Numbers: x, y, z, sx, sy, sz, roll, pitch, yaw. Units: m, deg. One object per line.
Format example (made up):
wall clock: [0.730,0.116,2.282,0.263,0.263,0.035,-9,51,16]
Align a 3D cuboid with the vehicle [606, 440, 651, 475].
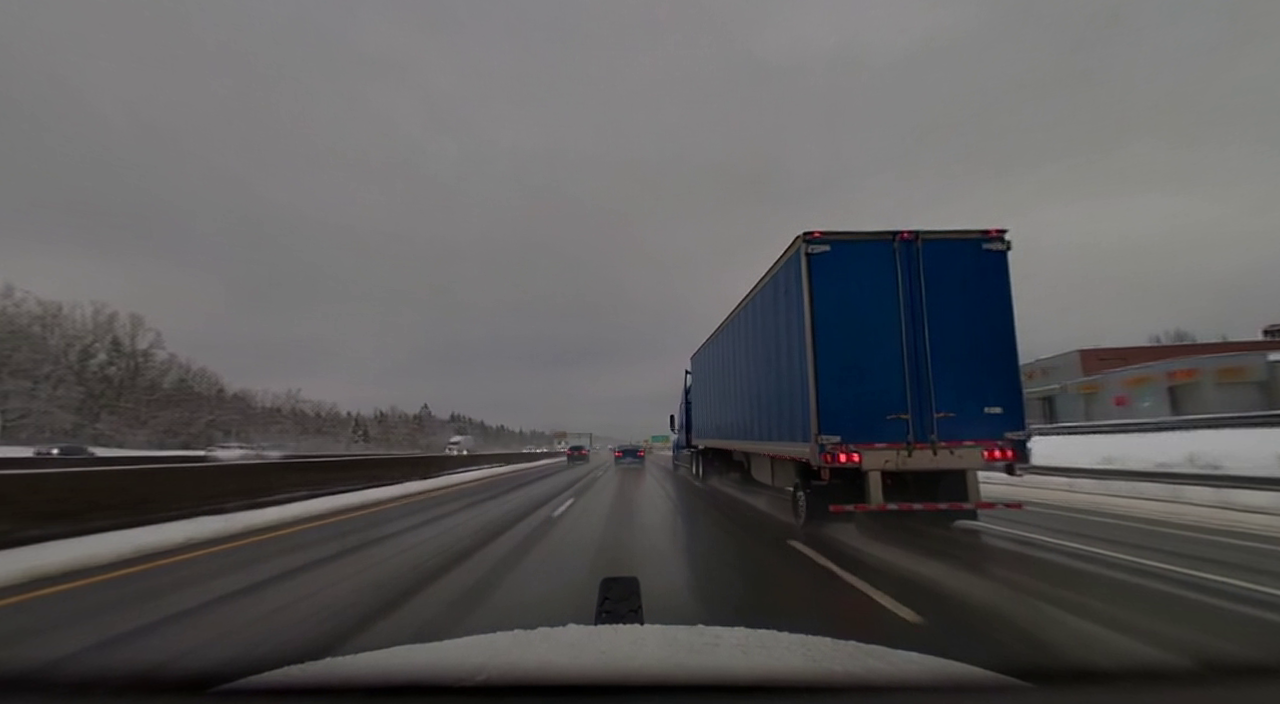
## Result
vehicle: [-0.606,5.425,32.747,2.191,1.685,4.015,0,-9,-1]

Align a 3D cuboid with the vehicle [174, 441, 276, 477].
vehicle: [-20.529,5.316,31.531,2.103,1.665,4.517,0,-9,-1]

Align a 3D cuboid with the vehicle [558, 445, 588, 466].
vehicle: [-5.150,8.011,49.050,1.995,1.491,4.317,0,-9,-2]

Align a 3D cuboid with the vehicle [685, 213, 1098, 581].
vehicle: [3.295,1.633,14.974,2.996,4.123,15.965,0,-9,-1]
